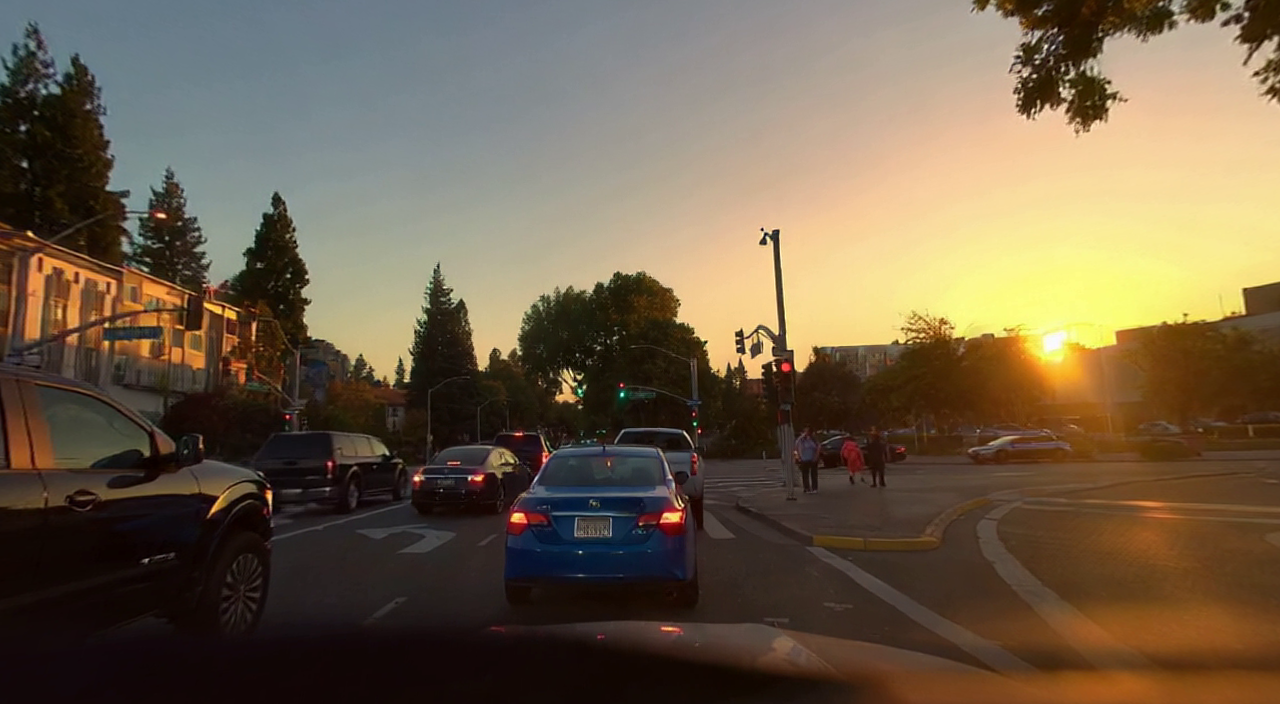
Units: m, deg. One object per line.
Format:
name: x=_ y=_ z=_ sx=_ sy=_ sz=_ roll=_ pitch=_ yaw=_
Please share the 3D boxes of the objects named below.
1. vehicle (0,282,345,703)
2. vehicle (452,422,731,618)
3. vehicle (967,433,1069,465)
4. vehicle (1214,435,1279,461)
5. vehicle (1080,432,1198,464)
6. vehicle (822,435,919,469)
vehicle: x=-3.685 y=0.751 z=2.825 sx=2.202 sy=1.961 sz=4.980 roll=0 pitch=-9 yaw=1
vehicle: x=-0.379 y=1.631 z=7.149 sx=2.144 sy=1.497 sz=4.446 roll=0 pitch=-9 yaw=0
vehicle: x=21.946 y=5.647 z=36.719 sx=4.529 sy=1.786 sz=2.110 roll=0 pitch=-9 yaw=2
vehicle: x=36.267 y=5.503 z=36.151 sx=4.643 sy=1.464 sz=1.840 roll=-1 pitch=-9 yaw=3
vehicle: x=28.959 y=5.574 z=36.708 sx=4.967 sy=1.794 sz=2.044 roll=0 pitch=-9 yaw=2
vehicle: x=12.211 y=5.332 z=33.626 sx=4.394 sy=1.724 sz=1.886 roll=0 pitch=-9 yaw=1
